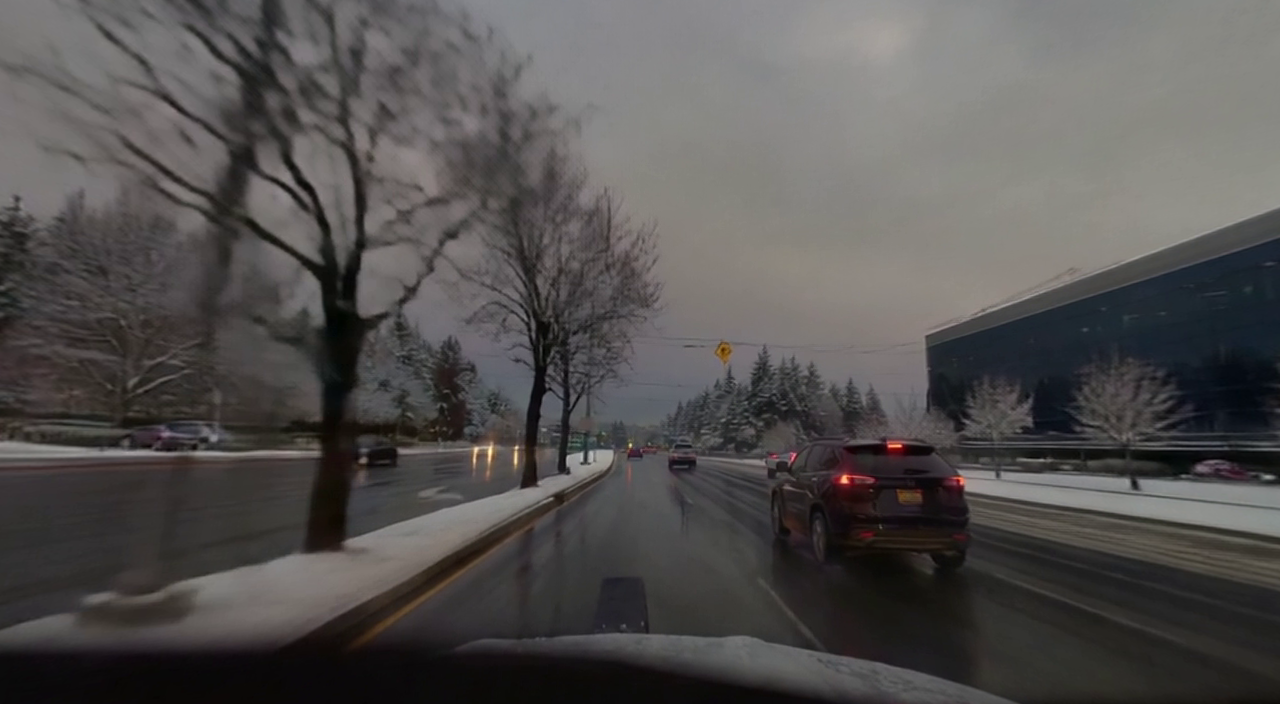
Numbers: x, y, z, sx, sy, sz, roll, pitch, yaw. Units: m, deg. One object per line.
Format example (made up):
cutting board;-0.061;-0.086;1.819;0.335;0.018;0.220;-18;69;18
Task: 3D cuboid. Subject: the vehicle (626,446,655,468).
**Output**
vehicle;0.011;7.370;44.451;1.991;1.477;3.814;0;-8;0

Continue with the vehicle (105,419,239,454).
vehicle;-27.023;4.916;36.534;6.055;1.910;2.113;0;-8;1

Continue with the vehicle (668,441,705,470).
vehicle;3.304;7.436;45.455;2.154;1.844;4.634;3;-9;-1

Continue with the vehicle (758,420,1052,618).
vehicle;2.801;1.798;7.704;1.901;1.634;3.896;4;-8;0

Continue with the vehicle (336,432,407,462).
vehicle;-15.340;5.447;36.293;2.029;1.588;4.654;0;-8;0
